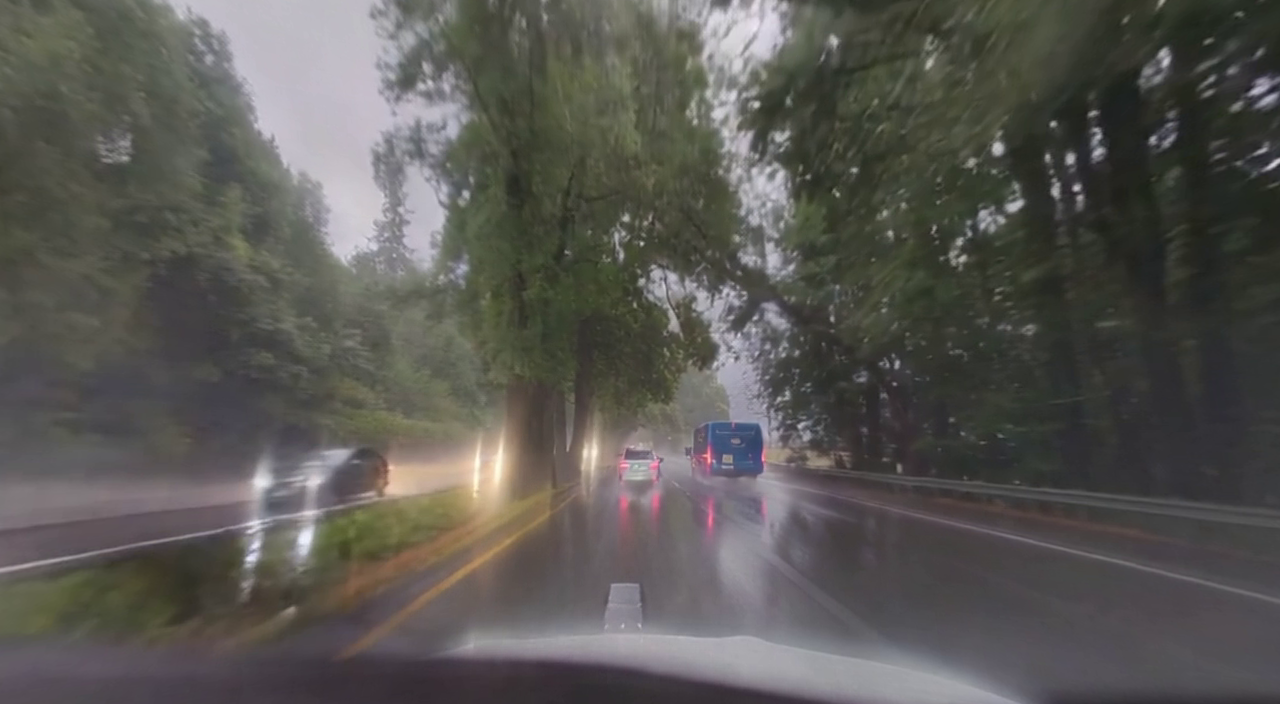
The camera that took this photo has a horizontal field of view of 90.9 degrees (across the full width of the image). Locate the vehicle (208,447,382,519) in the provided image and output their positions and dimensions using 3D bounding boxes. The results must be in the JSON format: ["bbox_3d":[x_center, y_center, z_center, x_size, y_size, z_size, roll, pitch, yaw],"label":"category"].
[{"bbox_3d":[-7.341,2.790,13.894,1.719,1.342,3.683,0,-9,0],"label":"vehicle"}]

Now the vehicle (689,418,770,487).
[{"bbox_3d":[3.703,4.361,27.374,2.513,2.633,5.930,0,-9,-1],"label":"vehicle"}]

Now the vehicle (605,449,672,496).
[{"bbox_3d":[-0.053,4.013,21.308,2.037,1.417,3.885,0,-9,0],"label":"vehicle"}]

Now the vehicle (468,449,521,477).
[{"bbox_3d":[-8.099,6.227,35.443,2.047,1.440,3.907,-1,-9,1],"label":"vehicle"}]
